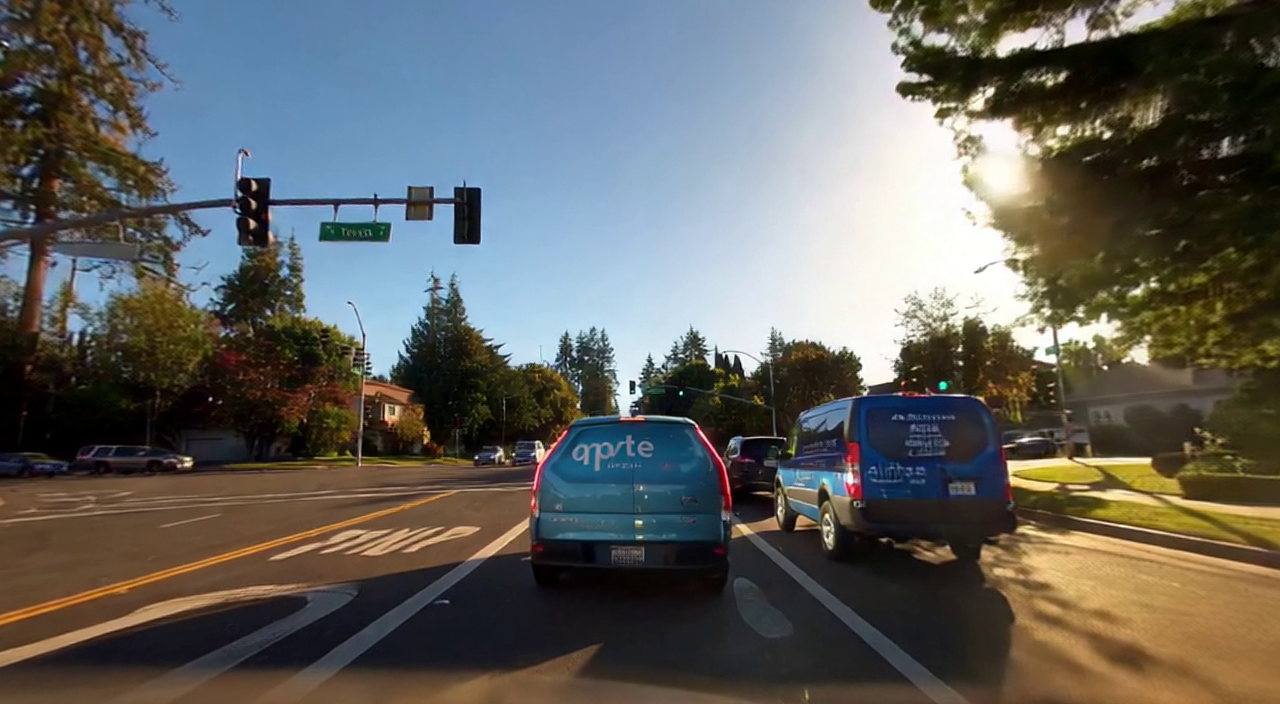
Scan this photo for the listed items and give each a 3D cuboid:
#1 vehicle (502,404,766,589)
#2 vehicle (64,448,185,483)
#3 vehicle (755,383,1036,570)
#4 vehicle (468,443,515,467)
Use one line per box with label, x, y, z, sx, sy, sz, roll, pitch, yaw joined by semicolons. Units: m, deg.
vehicle;-0.046;1.598;7.794;2.321;1.624;4.367;0;-8;0
vehicle;-25.256;5.543;30.916;4.073;1.603;1.920;1;-8;-9
vehicle;3.044;1.596;8.704;2.059;1.924;4.257;0;-8;0
vehicle;-9.901;6.901;42.166;1.881;1.515;4.262;0;-8;3
